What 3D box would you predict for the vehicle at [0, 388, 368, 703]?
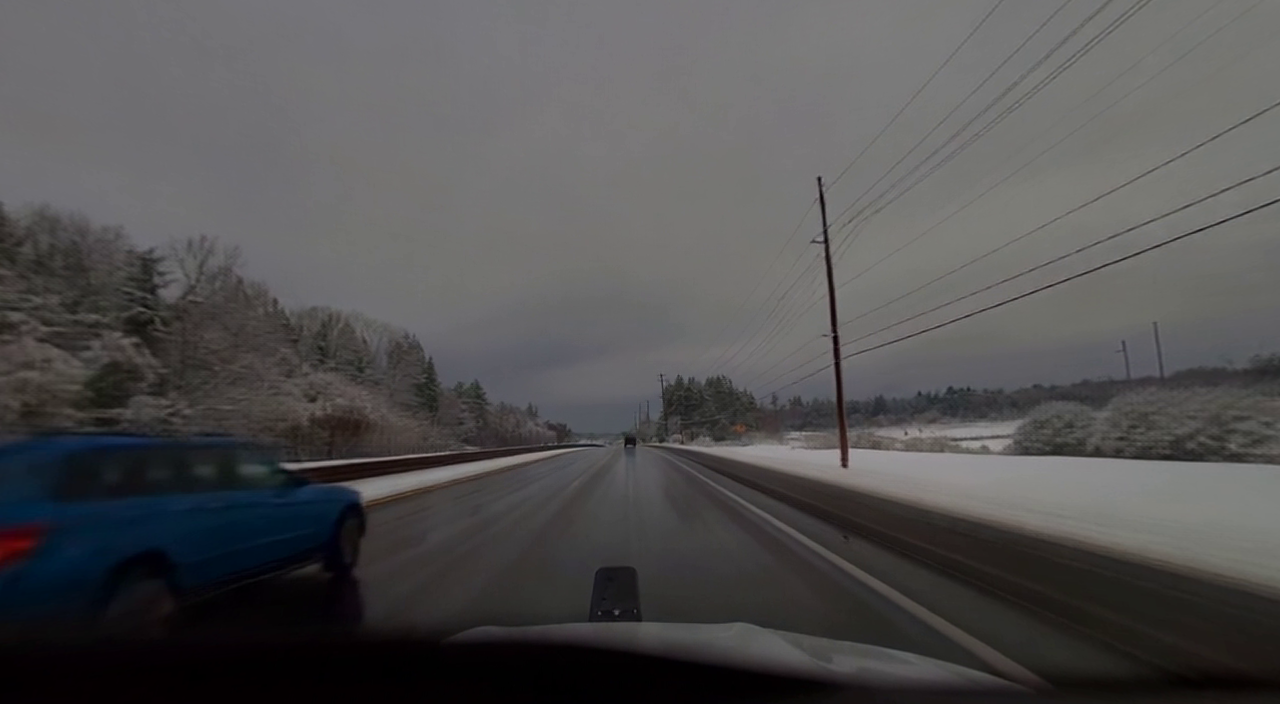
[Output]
[{"bbox_3d":[-3.788,1.088,3.897,2.150,1.532,4.671,0,-8,-1],"label":"vehicle"}]
